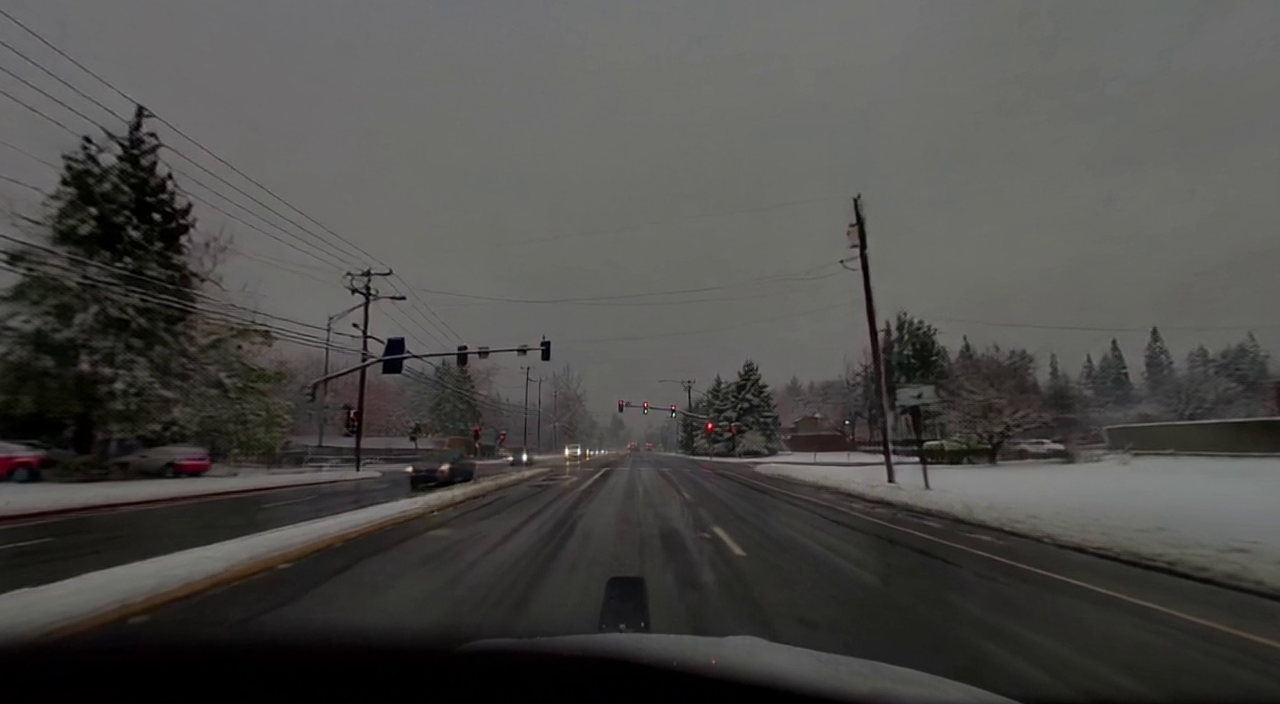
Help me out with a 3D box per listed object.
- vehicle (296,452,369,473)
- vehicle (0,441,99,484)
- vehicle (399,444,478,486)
[{"bbox_3d":[-22.708,8.151,46.490,5.038,1.435,2.074,-4,-10,26],"label":"vehicle"},{"bbox_3d":[-23.500,4.172,23.926,4.116,1.548,1.923,0,-9,1],"label":"vehicle"},{"bbox_3d":[-8.723,4.897,27.665,1.986,1.665,4.284,0,-9,1],"label":"vehicle"}]
